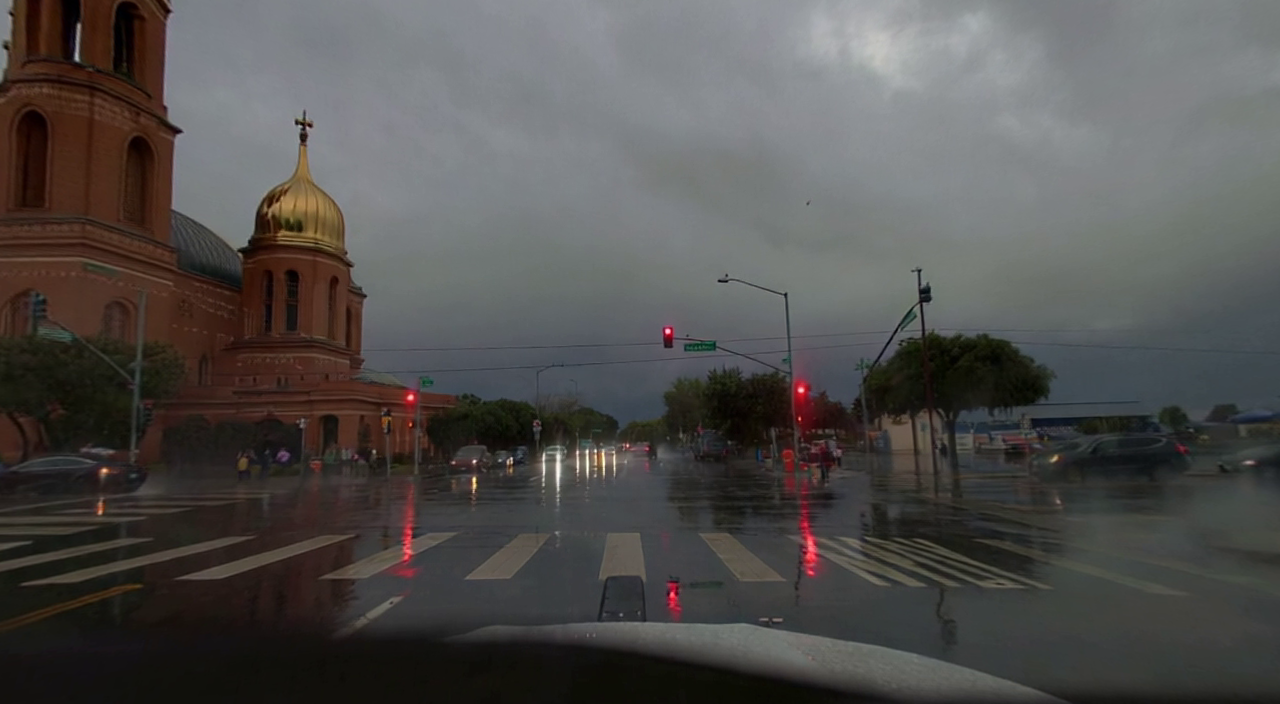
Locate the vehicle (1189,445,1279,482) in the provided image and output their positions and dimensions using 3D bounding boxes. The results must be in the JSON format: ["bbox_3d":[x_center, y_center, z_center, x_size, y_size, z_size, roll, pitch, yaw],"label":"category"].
[{"bbox_3d":[26.359,4.679,26.688,4.561,1.475,1.850,0,-8,0],"label":"vehicle"}]

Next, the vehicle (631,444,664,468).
[{"bbox_3d":[0.641,7.970,48.742,2.051,1.724,4.567,-1,-9,6],"label":"vehicle"}]

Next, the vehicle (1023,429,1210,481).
[{"bbox_3d":[19.848,4.304,26.580,5.852,2.057,2.361,0,-8,0],"label":"vehicle"}]

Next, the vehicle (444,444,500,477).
[{"bbox_3d":[-10.260,6.609,38.940,2.076,1.876,4.669,0,-8,1],"label":"vehicle"}]

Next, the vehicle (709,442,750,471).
[{"bbox_3d":[5.799,6.860,41.511,1.969,1.776,4.329,0,-8,-2],"label":"vehicle"}]

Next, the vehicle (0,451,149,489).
[{"bbox_3d":[-23.378,4.862,26.203,4.479,1.476,1.873,0,-8,1],"label":"vehicle"}]
